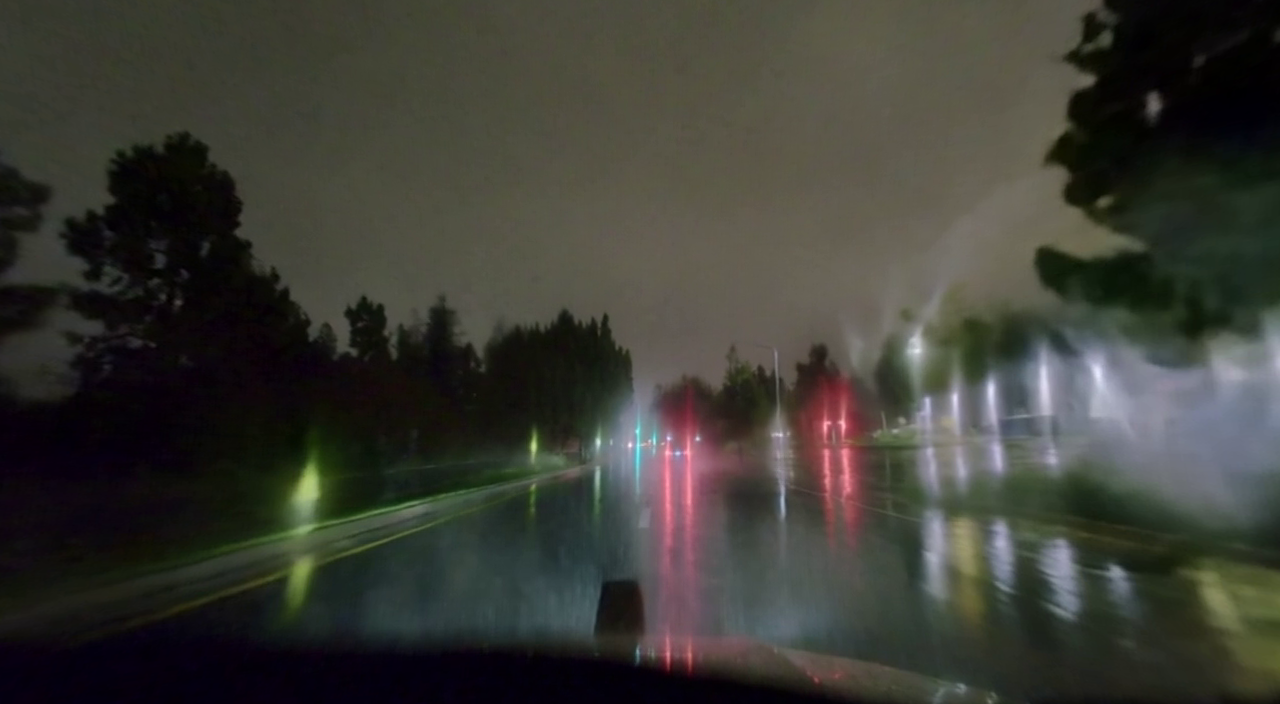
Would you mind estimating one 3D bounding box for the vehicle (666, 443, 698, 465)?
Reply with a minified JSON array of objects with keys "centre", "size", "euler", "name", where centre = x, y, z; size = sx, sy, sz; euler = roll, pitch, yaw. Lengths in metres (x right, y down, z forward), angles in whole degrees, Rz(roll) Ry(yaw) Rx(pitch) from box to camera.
[{"centre":[2.917,7.161,44.610],"size":[1.925,1.488,4.271],"euler":[0,-8,0],"name":"vehicle"}]
